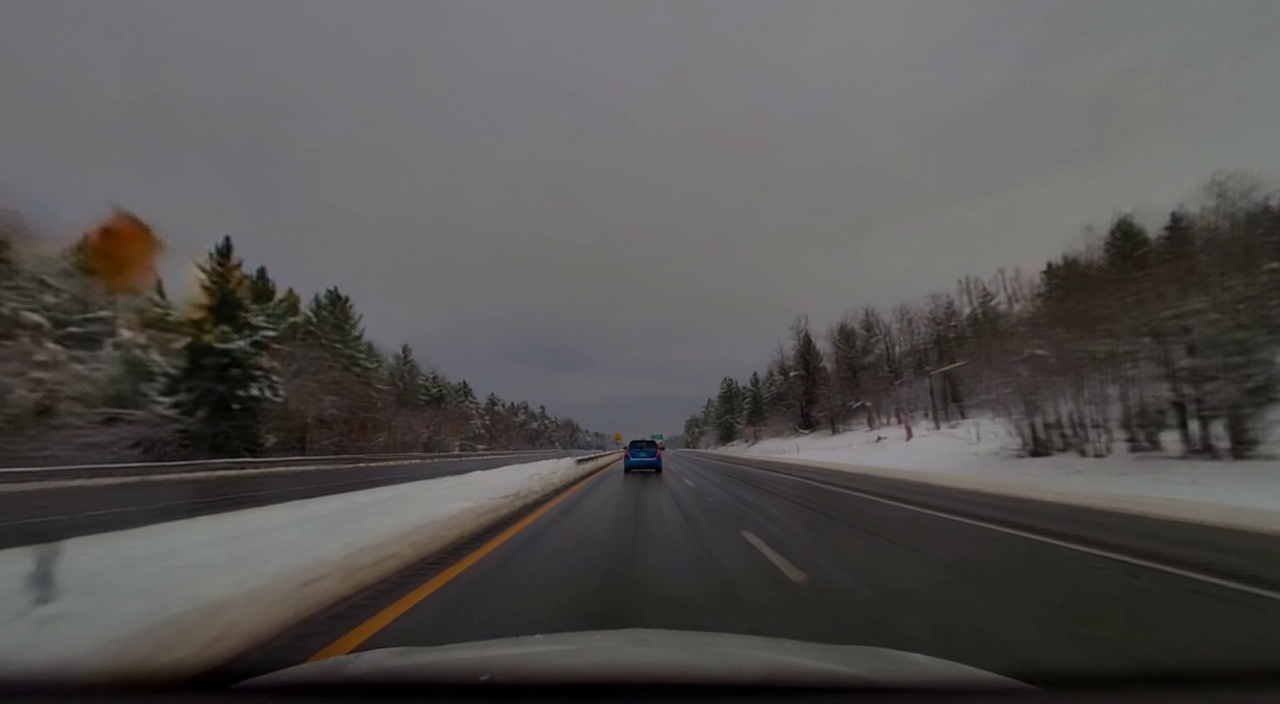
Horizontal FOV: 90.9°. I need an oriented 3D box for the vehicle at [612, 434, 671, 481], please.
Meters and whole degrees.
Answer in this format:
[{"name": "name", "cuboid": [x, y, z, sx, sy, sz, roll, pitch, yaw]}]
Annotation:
[{"name": "vehicle", "cuboid": [0.065, 4.230, 25.472, 2.190, 1.706, 4.062, 0, -9, 0]}]
